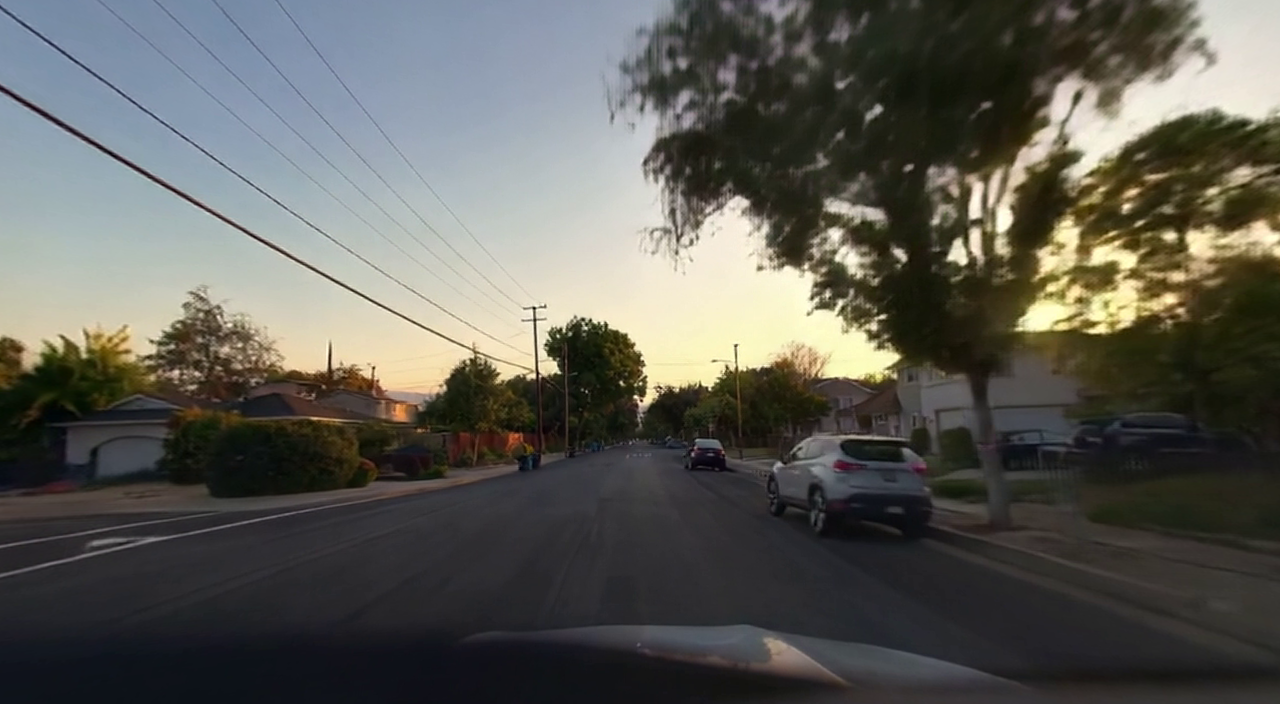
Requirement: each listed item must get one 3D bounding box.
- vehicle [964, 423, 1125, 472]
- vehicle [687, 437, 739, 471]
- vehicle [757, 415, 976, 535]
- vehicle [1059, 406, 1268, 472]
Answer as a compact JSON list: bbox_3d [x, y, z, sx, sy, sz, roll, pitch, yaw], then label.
[{"bbox_3d":[13.771,3.274,21.703,4.116,1.435,1.920,-3,-8,1],"label":"vehicle"},{"bbox_3d":[3.572,5.097,31.720,2.012,1.531,4.557,0,-8,-1],"label":"vehicle"},{"bbox_3d":[3.735,2.132,11.544,2.134,1.720,4.515,0,-8,-3],"label":"vehicle"},{"bbox_3d":[15.374,2.575,18.777,4.283,1.660,2.035,-2,-7,1],"label":"vehicle"}]
